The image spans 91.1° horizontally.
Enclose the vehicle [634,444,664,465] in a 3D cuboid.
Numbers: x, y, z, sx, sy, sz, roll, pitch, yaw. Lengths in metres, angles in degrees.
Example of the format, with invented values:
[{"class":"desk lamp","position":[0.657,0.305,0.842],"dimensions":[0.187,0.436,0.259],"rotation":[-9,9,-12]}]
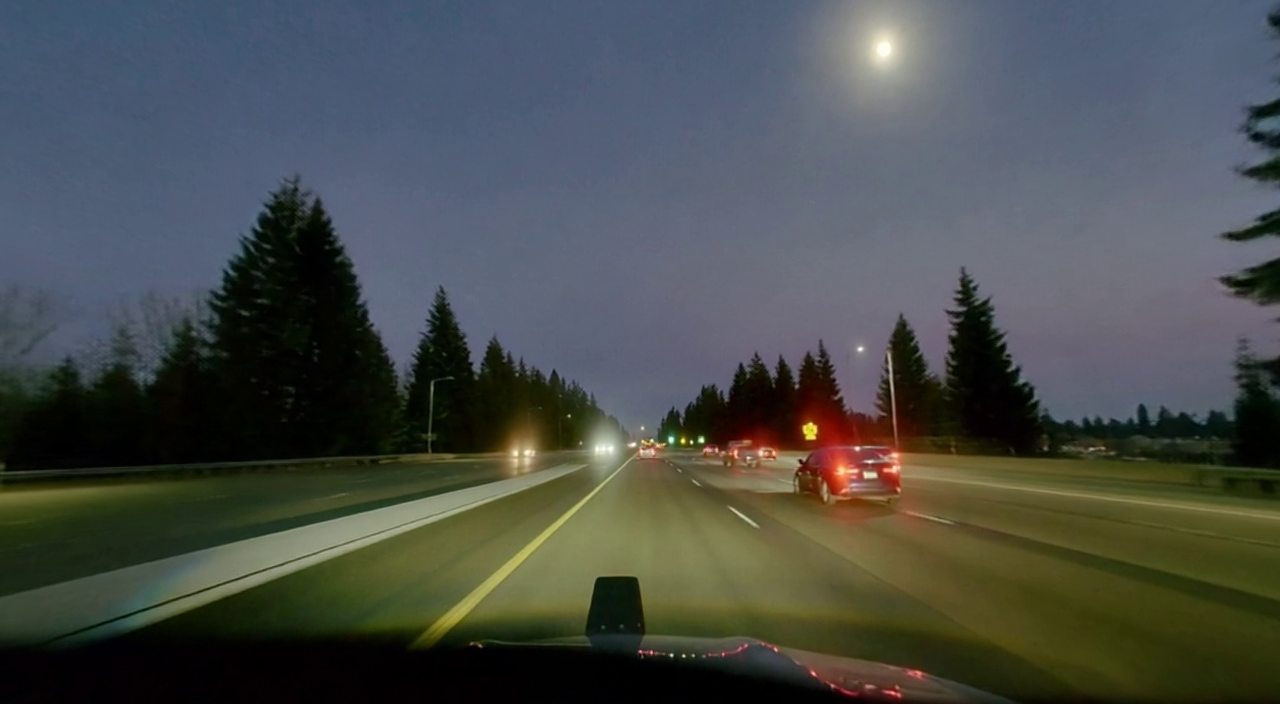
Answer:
[{"class":"vehicle","position":[0.608,7.375,45.364],"dimensions":[2.052,1.472,4.295],"rotation":[0,-8,0]}]

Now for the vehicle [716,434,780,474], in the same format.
[{"class":"vehicle","position":[5.564,5.338,33.067],"dimensions":[2.206,1.902,5.460],"rotation":[0,-8,-2]}]

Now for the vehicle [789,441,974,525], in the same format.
[{"class":"vehicle","position":[4.861,2.665,13.554],"dimensions":[1.904,1.453,4.789],"rotation":[0,-8,-3]}]
